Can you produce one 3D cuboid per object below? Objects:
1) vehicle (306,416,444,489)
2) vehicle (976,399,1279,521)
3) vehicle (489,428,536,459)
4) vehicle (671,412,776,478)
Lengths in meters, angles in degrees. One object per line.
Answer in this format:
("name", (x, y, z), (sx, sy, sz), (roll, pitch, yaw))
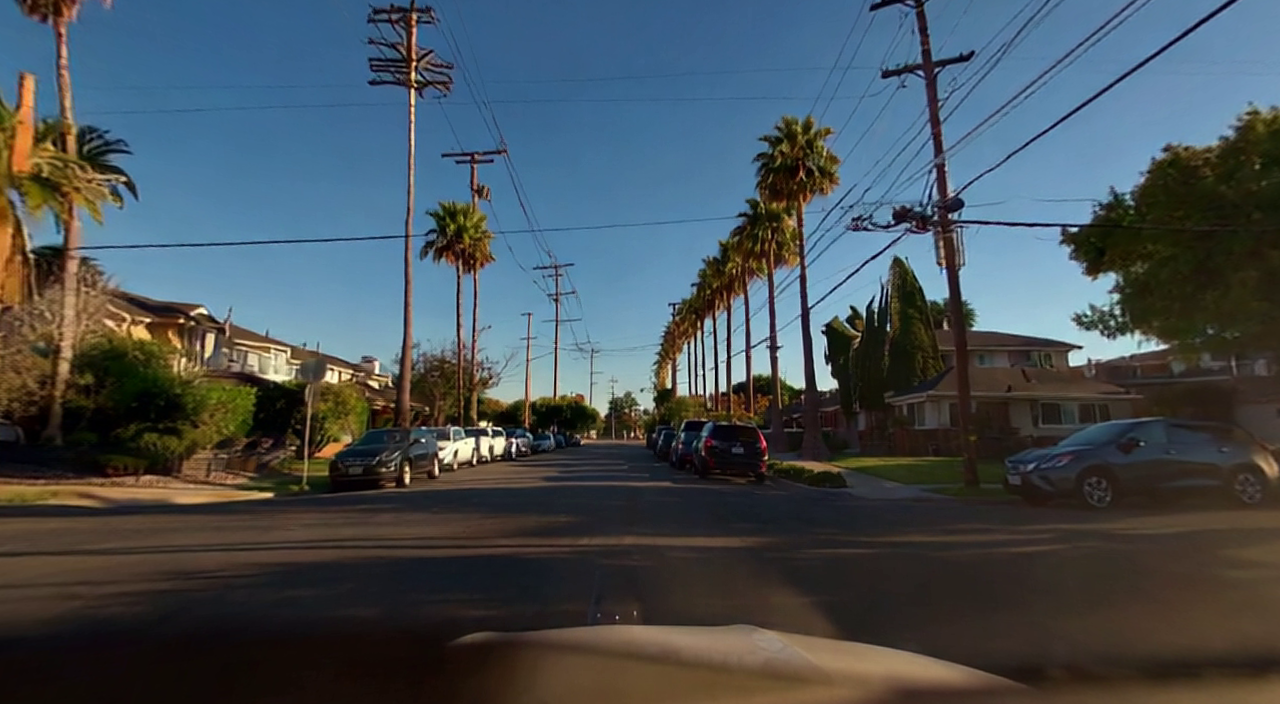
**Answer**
("vehicle", (-7.070, 2.717, 17.452), (2.198, 1.724, 4.493), (1, -8, -5))
("vehicle", (10.216, 2.005, 12.317), (5.971, 1.967, 2.385), (-1, -8, -5))
("vehicle", (-8.133, 5.895, 40.754), (2.178, 1.865, 4.658), (0, -8, -2))
("vehicle", (2.565, 3.110, 21.284), (2.505, 1.895, 5.805), (0, -8, -3))
